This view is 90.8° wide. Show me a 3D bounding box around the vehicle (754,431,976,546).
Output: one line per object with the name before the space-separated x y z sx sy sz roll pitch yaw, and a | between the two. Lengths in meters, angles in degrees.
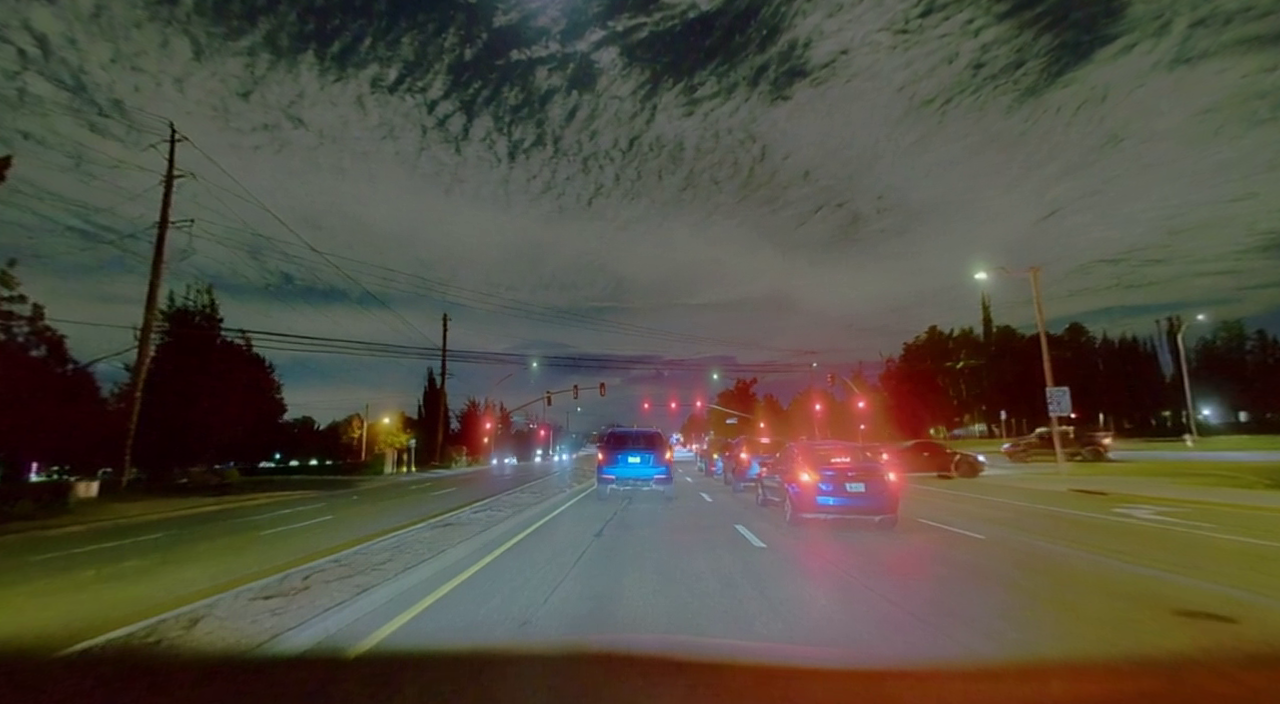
vehicle | 3.317 2.103 10.474 1.984 1.462 4.513 0 -9 0

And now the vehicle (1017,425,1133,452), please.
vehicle | 33.663 6.786 49.065 7.088 1.918 2.678 -7 -11 38

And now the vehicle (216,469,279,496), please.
vehicle | -25.413 8.414 40.900 3.826 1.522 1.741 -5 -9 29

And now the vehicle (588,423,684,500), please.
vehicle | -0.120 2.958 17.354 2.300 1.821 4.254 0 -9 -1

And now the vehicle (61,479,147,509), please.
vehicle | -33.361 8.847 39.394 3.637 1.483 2.007 -2 -6 1

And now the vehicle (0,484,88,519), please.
vehicle | -32.673 7.995 33.803 4.224 1.614 2.123 -1 -9 1
